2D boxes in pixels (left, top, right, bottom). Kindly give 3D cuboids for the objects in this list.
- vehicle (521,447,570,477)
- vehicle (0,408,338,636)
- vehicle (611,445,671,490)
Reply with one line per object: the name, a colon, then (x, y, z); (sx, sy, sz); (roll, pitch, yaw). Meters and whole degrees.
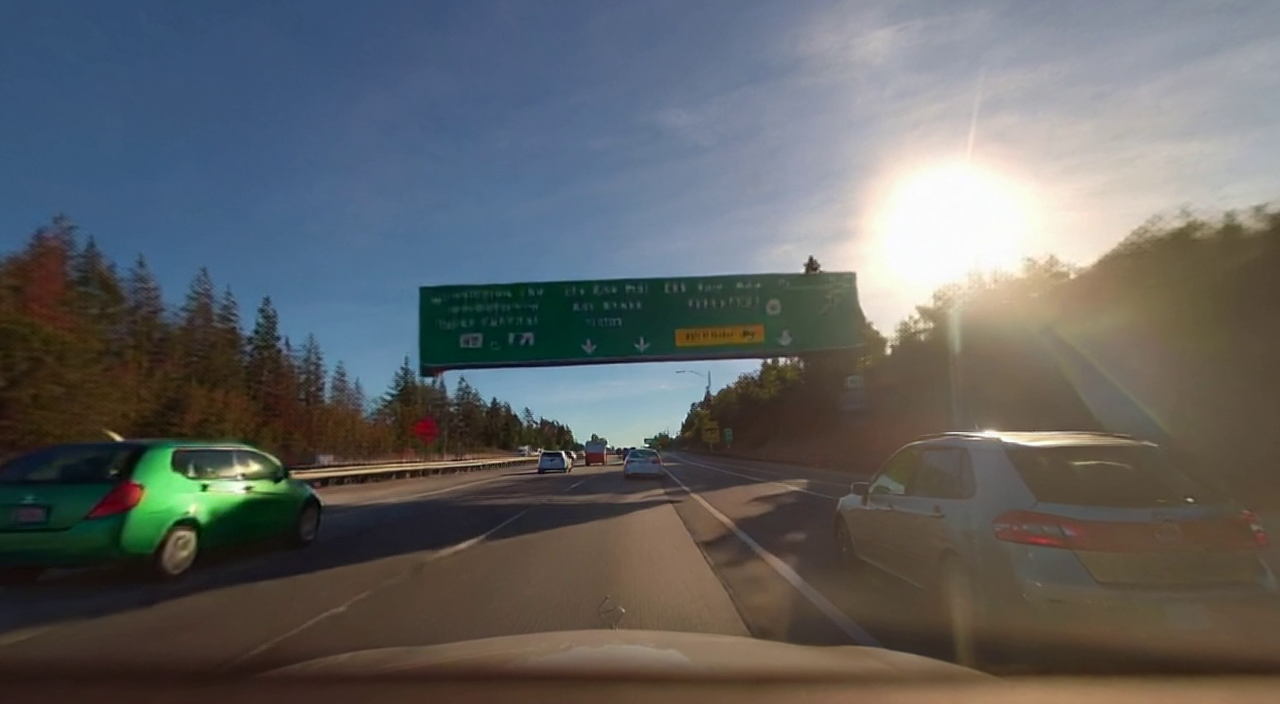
vehicle: (-4.898, 5.768, 33.165); (1.892, 1.481, 4.180); (0, -9, 1)
vehicle: (-5.292, 1.548, 6.667); (2.058, 1.626, 4.118); (0, -9, 1)
vehicle: (0.030, 4.059, 22.458); (1.940, 1.451, 3.512); (0, -9, 0)
